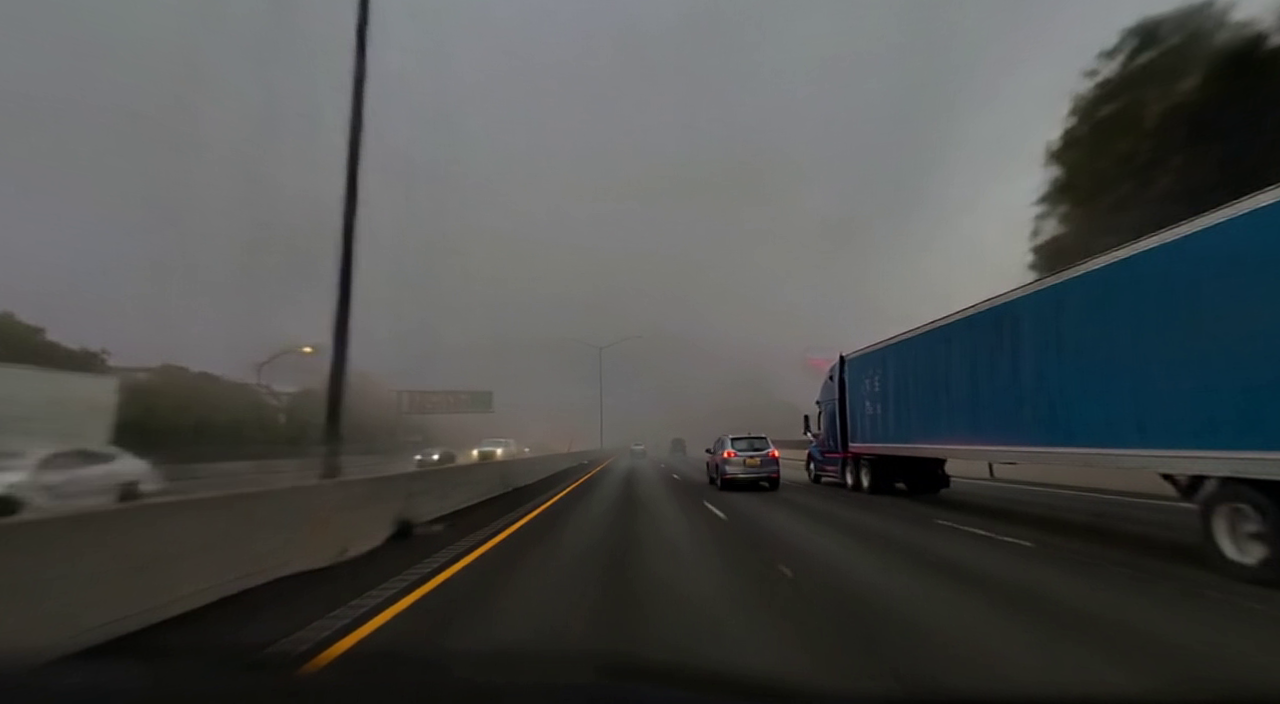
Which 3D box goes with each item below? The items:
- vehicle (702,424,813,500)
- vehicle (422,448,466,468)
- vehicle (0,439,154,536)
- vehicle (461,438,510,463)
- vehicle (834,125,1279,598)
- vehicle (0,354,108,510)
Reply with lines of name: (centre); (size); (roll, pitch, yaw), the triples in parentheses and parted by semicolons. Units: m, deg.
vehicle: (2.888, 2.830, 16.589); (1.973, 1.710, 4.476); (0, -9, -1)
vehicle: (-14.730, 7.977, 47.710); (1.889, 1.432, 4.473); (0, -9, 1)
vehicle: (-10.795, 2.217, 10.582); (1.943, 1.468, 4.227); (0, -9, -1)
vehicle: (-10.698, 6.888, 44.135); (2.018, 1.637, 5.003); (0, -9, 1)
vehicle: (6.910, 0.745, 9.932); (2.864, 4.060, 14.637); (0, -9, -1)
vehicle: (-18.452, 1.444, 12.189); (2.866, 4.122, 15.694); (0, -9, 0)
